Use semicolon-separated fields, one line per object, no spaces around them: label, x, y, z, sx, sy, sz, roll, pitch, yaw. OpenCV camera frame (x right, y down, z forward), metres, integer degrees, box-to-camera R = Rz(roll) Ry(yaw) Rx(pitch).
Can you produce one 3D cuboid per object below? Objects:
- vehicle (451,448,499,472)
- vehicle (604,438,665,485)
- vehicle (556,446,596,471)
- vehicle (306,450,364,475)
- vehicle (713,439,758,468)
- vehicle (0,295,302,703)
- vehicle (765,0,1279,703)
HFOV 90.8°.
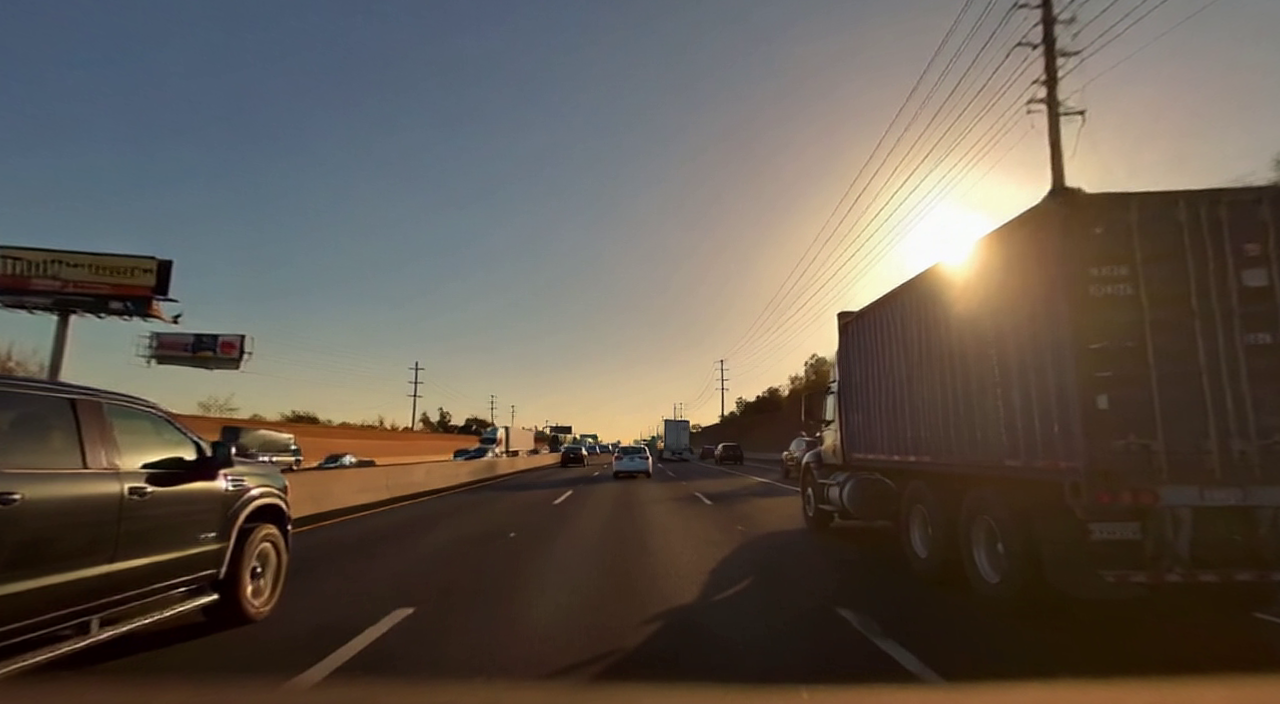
vehicle;-10.981;7.183;42.370;2.054;1.489;4.507;0;-9;0
vehicle;-0.214;4.294;25.039;2.191;1.685;4.015;0;-9;0
vehicle;-3.944;6.670;39.820;2.025;1.498;4.675;0;-9;0
vehicle;-21.142;7.650;43.989;1.980;1.588;4.097;0;-9;-1
vehicle;6.964;7.475;46.731;2.302;1.973;5.502;0;-9;-1
vehicle;-4.171;0.691;2.463;2.323;2.046;6.006;0;-9;1
vehicle;3.429;0.218;5.075;3.013;3.940;7.933;0;-9;-1
